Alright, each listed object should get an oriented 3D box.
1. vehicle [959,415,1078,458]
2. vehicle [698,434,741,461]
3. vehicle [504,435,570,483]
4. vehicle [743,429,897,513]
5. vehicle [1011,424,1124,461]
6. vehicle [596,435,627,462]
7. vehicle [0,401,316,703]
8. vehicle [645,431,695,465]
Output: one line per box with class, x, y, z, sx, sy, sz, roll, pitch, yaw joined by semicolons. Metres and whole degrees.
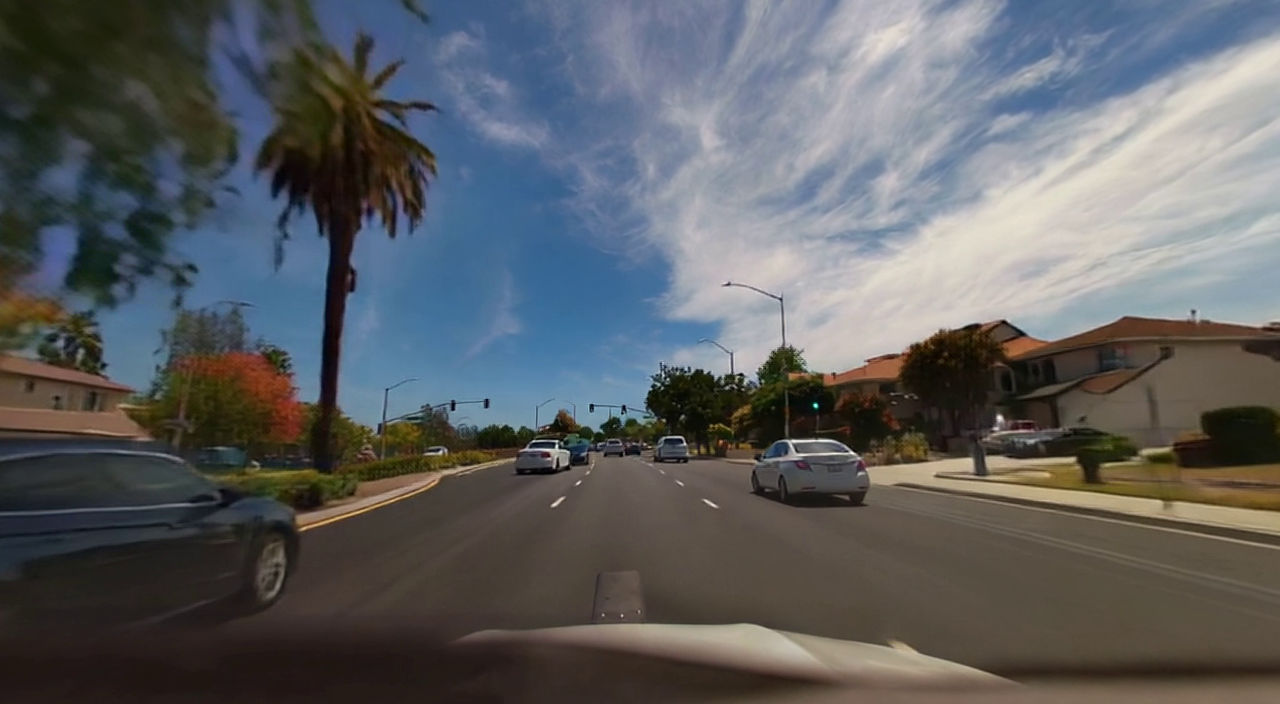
vehicle;19.165;4.306;32.027;5.335;2.053;2.123;3;-9;-20
vehicle;5.485;6.653;43.987;2.011;1.805;4.260;1;-9;-6
vehicle;-3.672;3.872;23.214;1.922;1.577;4.140;0;-8;-3
vehicle;3.581;2.435;13.401;1.870;1.491;4.009;0;-8;-3
vehicle;19.414;4.075;28.688;4.372;1.425;1.833;0;-8;-18
vehicle;-2.214;7.303;47.850;2.164;1.867;4.254;0;-8;-6
vehicle;-3.489;0.987;2.796;1.924;1.473;4.200;0;-8;-1
vehicle;1.807;6.048;39.972;2.391;1.960;5.600;0;-8;-5
